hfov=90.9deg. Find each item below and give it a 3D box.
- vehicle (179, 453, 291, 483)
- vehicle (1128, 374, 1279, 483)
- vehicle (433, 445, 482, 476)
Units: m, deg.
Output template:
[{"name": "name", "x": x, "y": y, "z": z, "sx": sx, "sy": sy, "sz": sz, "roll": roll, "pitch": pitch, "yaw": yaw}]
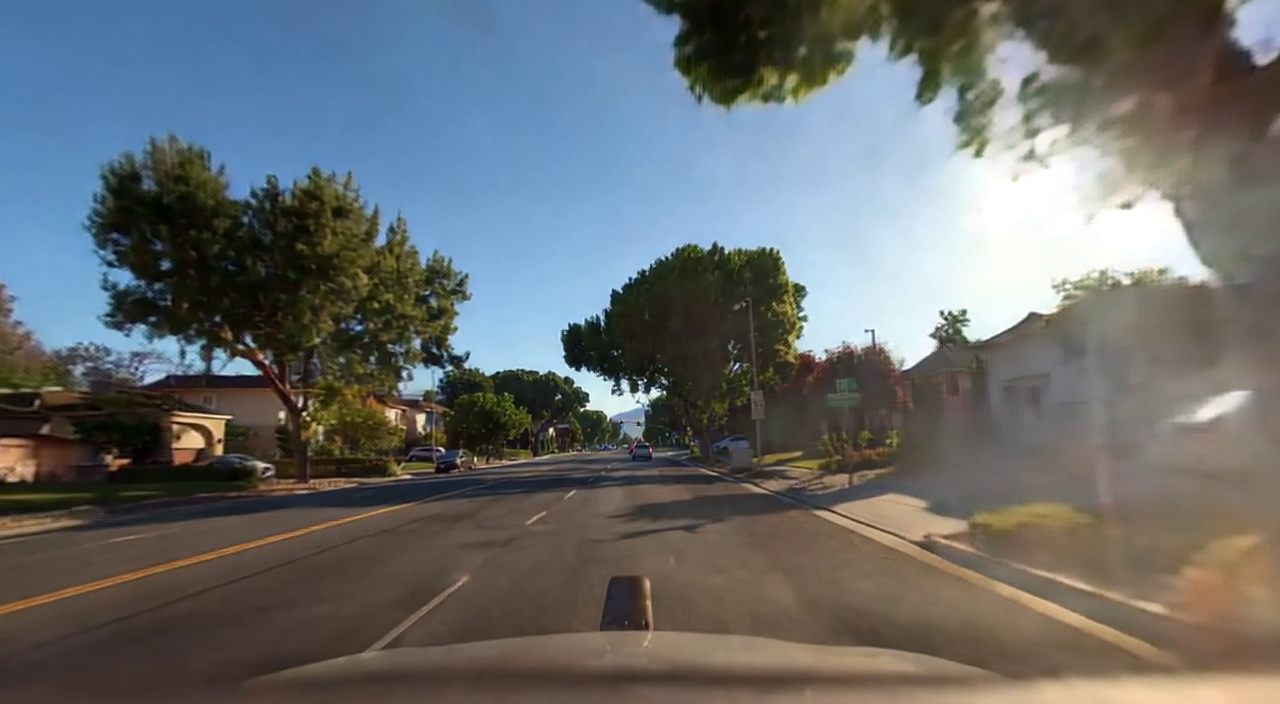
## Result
[{"name": "vehicle", "x": -22.790, "y": 6.530, "z": 35.671, "sx": 4.791, "sy": 1.564, "sz": 2.125, "roll": 0, "pitch": -8, "yaw": -5}, {"name": "vehicle", "x": 11.130, "y": 1.134, "z": 9.853, "sx": 4.996, "sy": 1.563, "sz": 1.984, "roll": -4, "pitch": -9, "yaw": 15}, {"name": "vehicle", "x": -14.166, "y": 8.400, "z": 49.195, "sx": 2.337, "sy": 1.850, "sz": 5.448, "roll": -4, "pitch": -6, "yaw": -2}]
